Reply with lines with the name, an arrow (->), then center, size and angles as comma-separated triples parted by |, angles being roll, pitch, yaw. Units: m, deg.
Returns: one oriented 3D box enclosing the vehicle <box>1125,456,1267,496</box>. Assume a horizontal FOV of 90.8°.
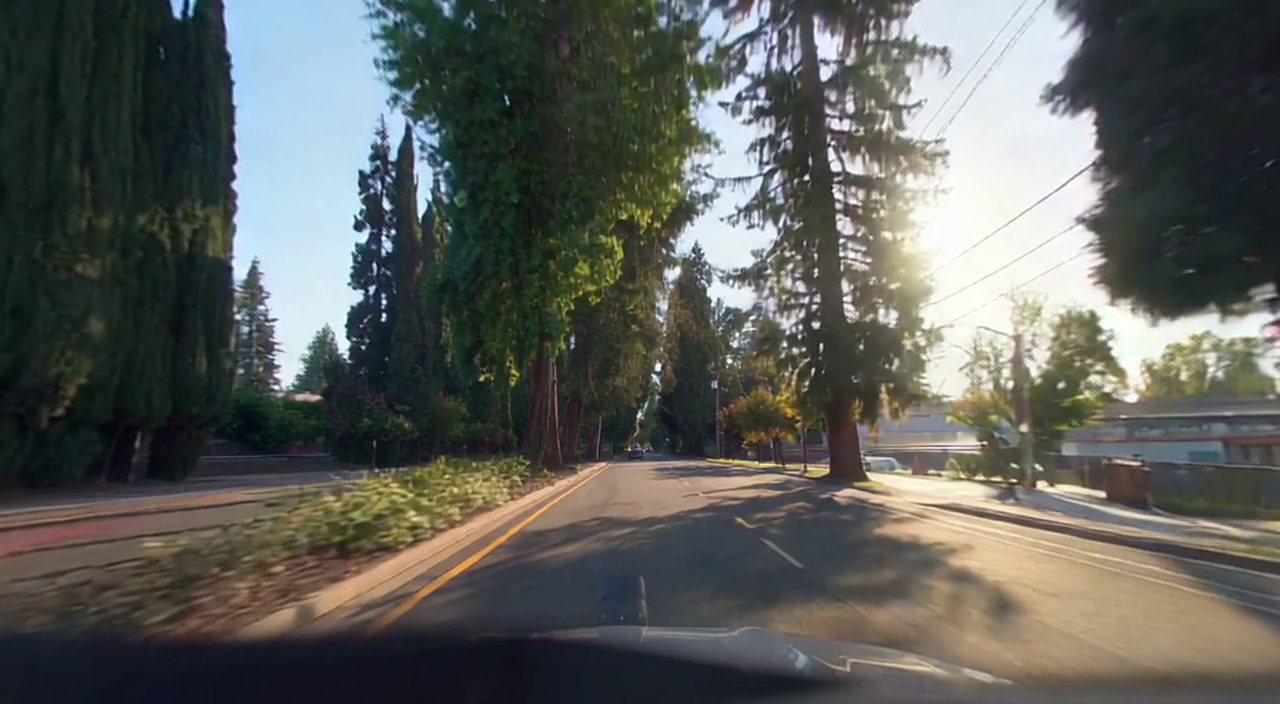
vehicle -> 24.732, 5.493, 28.195 | 4.592, 1.626, 1.940 | 0, -9, -4
